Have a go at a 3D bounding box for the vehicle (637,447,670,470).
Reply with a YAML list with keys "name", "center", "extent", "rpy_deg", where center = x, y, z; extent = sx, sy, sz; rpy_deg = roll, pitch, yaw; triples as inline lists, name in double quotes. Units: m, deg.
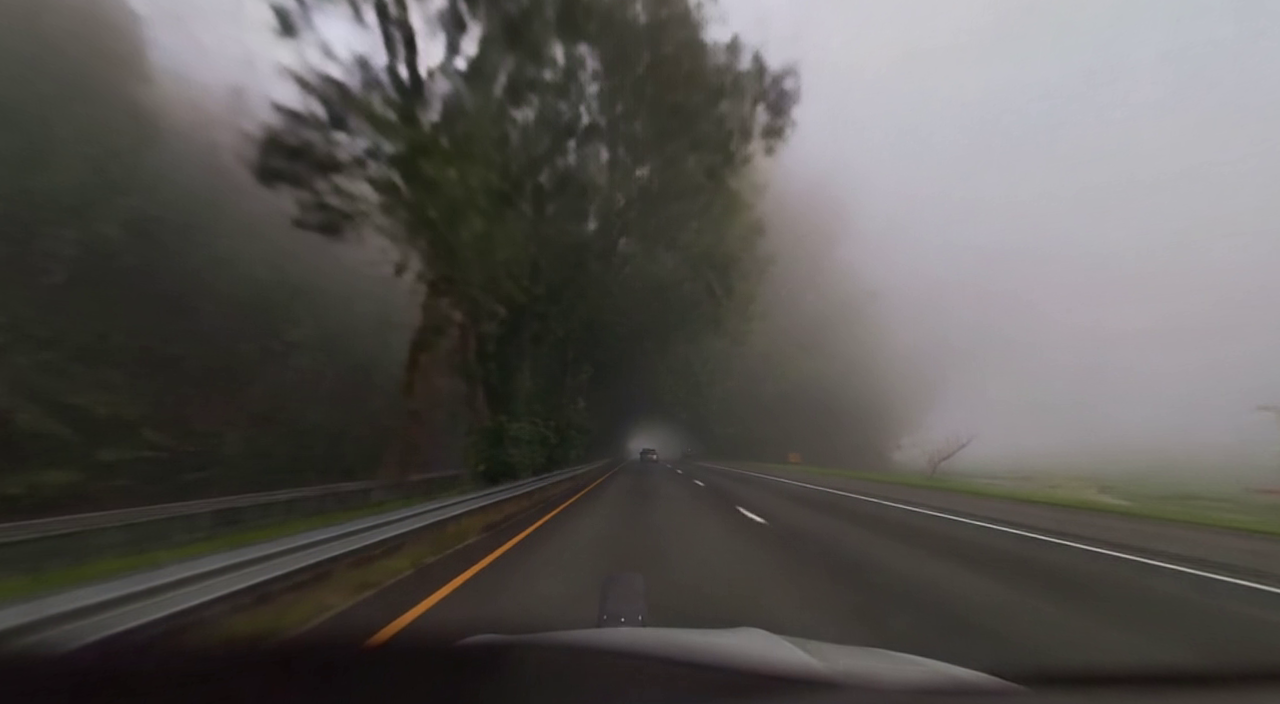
- name: "vehicle"
  center: [0.876, 7.357, 43.798]
  extent: [2.162, 1.492, 3.975]
  rpy_deg: [0, -9, -1]
